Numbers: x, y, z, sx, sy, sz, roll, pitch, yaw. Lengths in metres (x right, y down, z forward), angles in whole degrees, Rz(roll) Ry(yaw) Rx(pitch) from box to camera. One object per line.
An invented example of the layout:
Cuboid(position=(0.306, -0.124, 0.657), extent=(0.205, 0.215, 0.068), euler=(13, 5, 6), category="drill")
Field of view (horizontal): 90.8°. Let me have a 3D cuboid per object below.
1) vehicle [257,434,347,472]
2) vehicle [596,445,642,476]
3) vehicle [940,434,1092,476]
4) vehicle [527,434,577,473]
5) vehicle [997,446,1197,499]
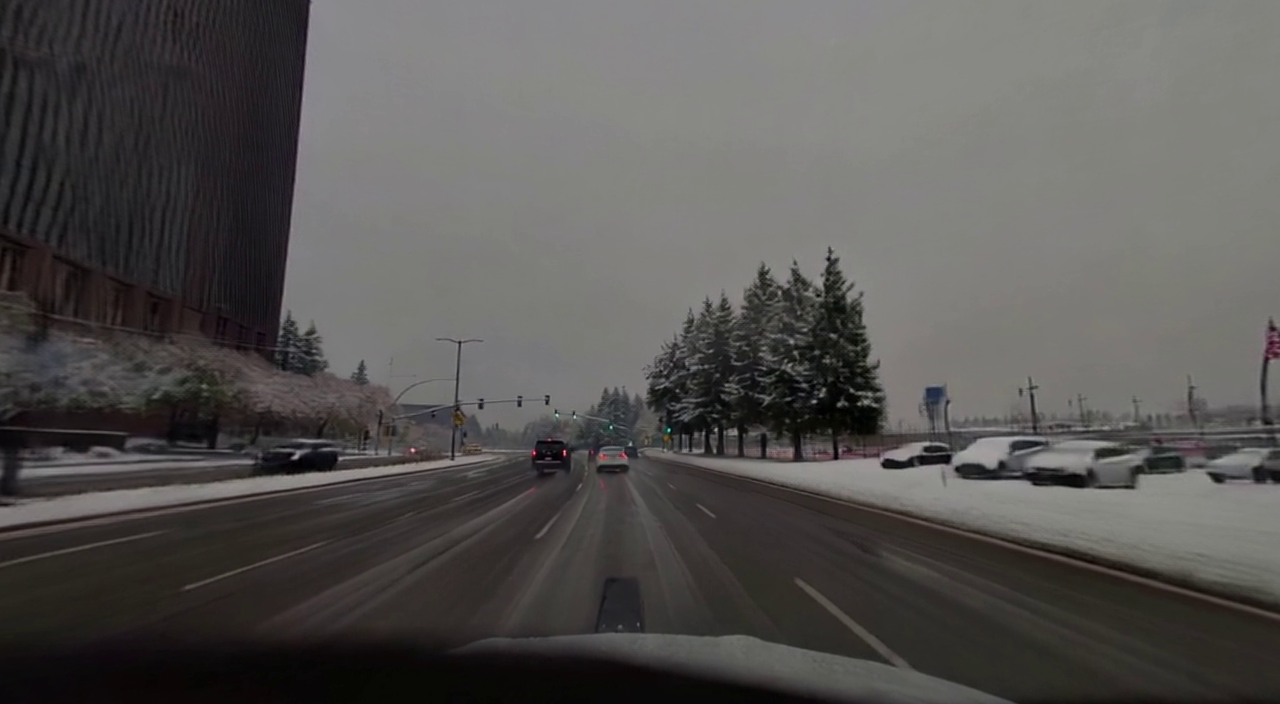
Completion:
Cuboid(position=(-15.781, 4.755, 29.822), extent=(1.856, 1.625, 4.574), euler=(0, -8, -3), category="vehicle")
Cuboid(position=(-1.025, 5.103, 30.006), extent=(2.050, 1.385, 4.096), euler=(0, -8, -3), category="vehicle")
Cuboid(position=(13.570, 3.750, 22.994), extent=(4.373, 1.437, 1.630), euler=(-1, -9, 3), category="vehicle")
Cuboid(position=(-4.345, 5.079, 31.829), extent=(2.001, 1.784, 4.483), euler=(0, -8, -2), category="vehicle")
Cuboid(position=(13.568, 3.580, 19.002), extent=(4.470, 1.429, 1.878), euler=(0, -7, 3), category="vehicle")
